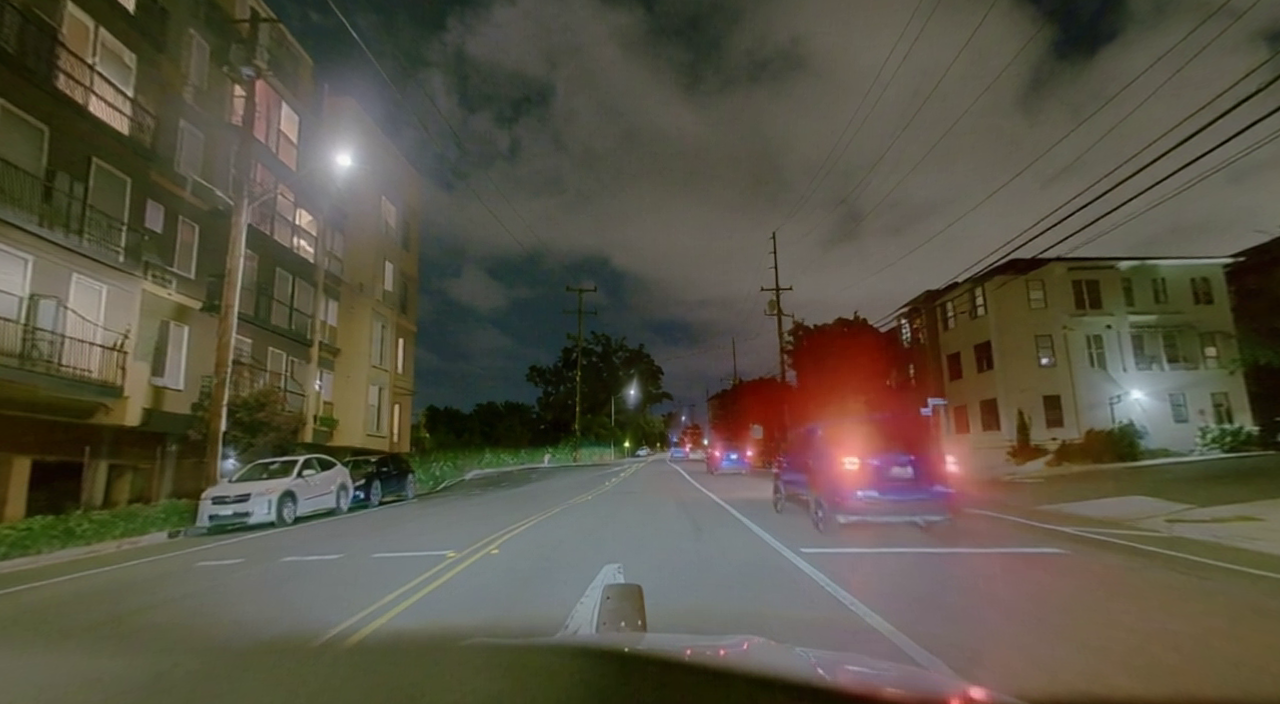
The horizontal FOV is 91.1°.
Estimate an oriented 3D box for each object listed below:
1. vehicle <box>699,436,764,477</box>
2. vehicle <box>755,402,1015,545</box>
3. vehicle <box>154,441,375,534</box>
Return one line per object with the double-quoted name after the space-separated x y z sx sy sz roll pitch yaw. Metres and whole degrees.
3.716 4.332 26.291 2.028 1.552 4.370 0 -8 -1 "vehicle"
3.653 1.943 10.705 2.368 1.840 4.896 0 -8 -1 "vehicle"
-8.509 3.064 14.949 2.381 1.825 4.652 0 -8 0 "vehicle"
